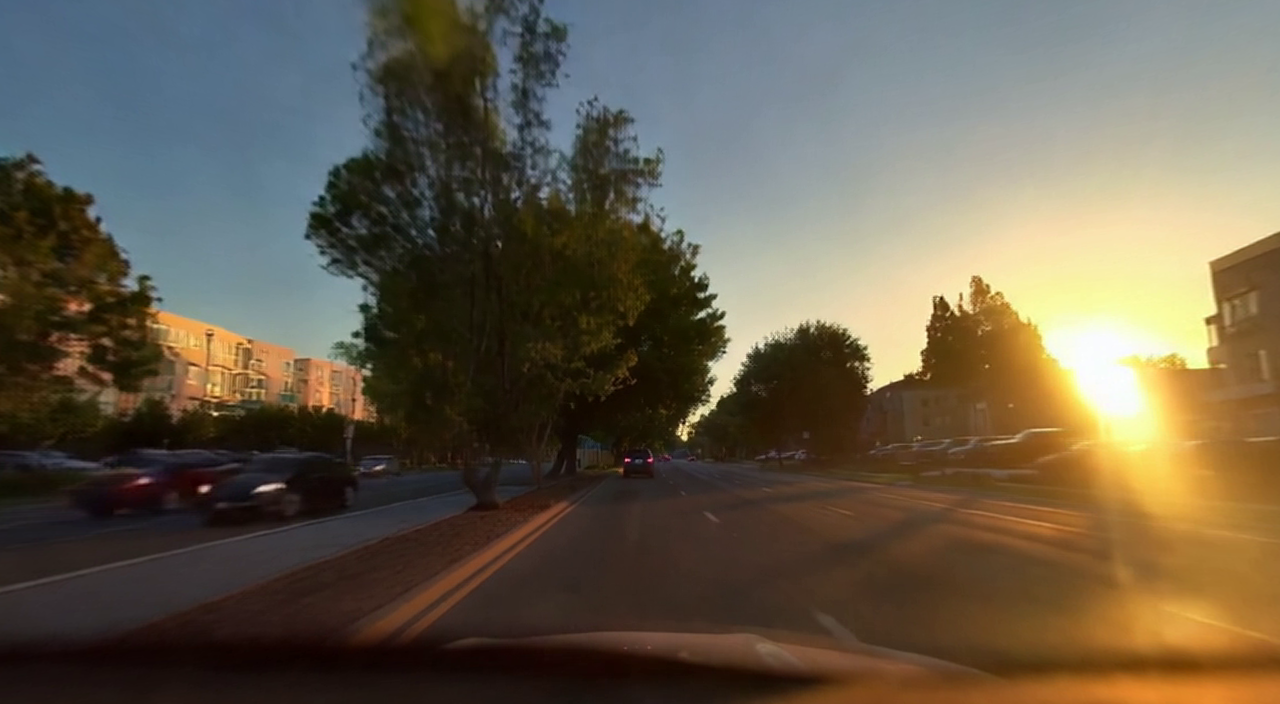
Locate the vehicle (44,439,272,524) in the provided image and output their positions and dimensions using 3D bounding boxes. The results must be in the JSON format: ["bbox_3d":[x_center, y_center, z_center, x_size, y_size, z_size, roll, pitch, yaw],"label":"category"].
[{"bbox_3d":[-11.809,3.160,16.064,2.052,1.808,4.716,0,-8,0],"label":"vehicle"}]

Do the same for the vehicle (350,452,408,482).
[{"bbox_3d":[-18.387,8.064,44.753,2.048,1.955,4.692,0,-9,1],"label":"vehicle"}]

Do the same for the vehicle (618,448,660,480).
[{"bbox_3d":[0.011,5.919,33.652,2.093,1.591,4.247,0,-9,1],"label":"vehicle"}]

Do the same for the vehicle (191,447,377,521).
[{"bbox_3d":[-8.469,3.132,15.621,1.957,1.527,4.411,0,-9,1],"label":"vehicle"}]
